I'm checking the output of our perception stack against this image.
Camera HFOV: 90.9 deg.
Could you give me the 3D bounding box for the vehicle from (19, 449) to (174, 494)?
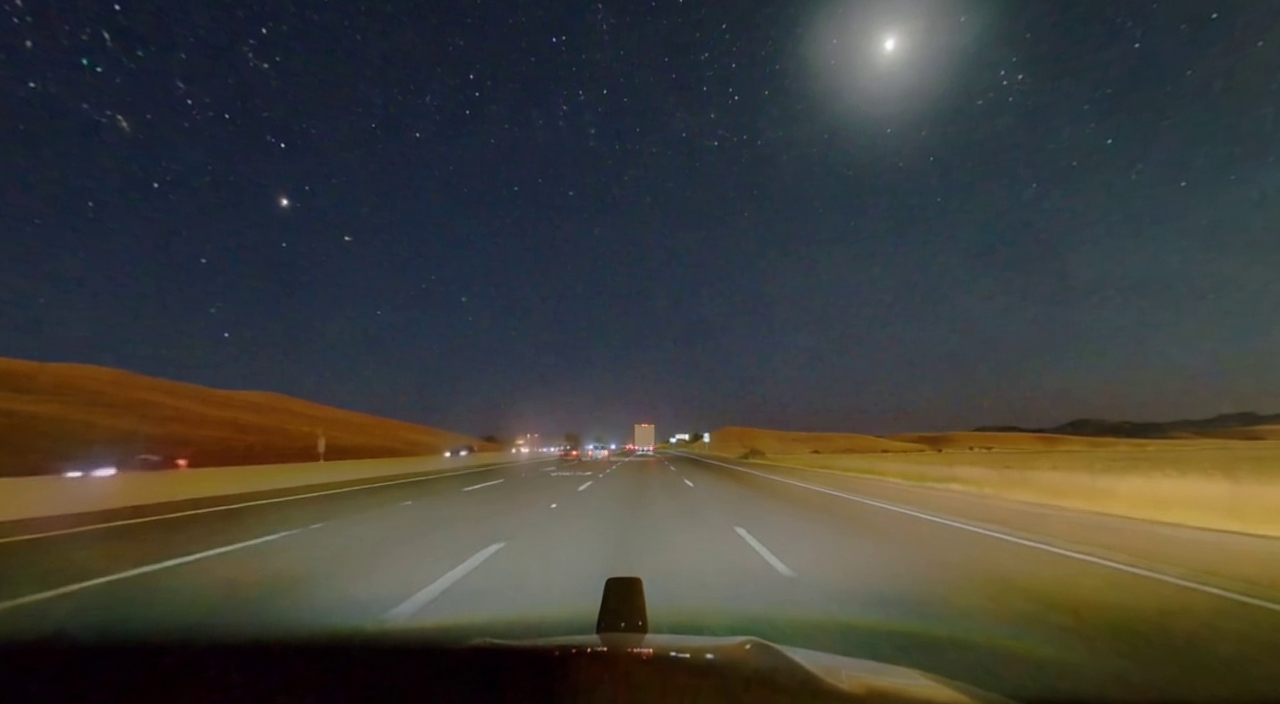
[{"bbox_3d":[-20.868,4.556,24.527,2.007,1.533,4.429,0,-8,1],"label":"vehicle"}]
